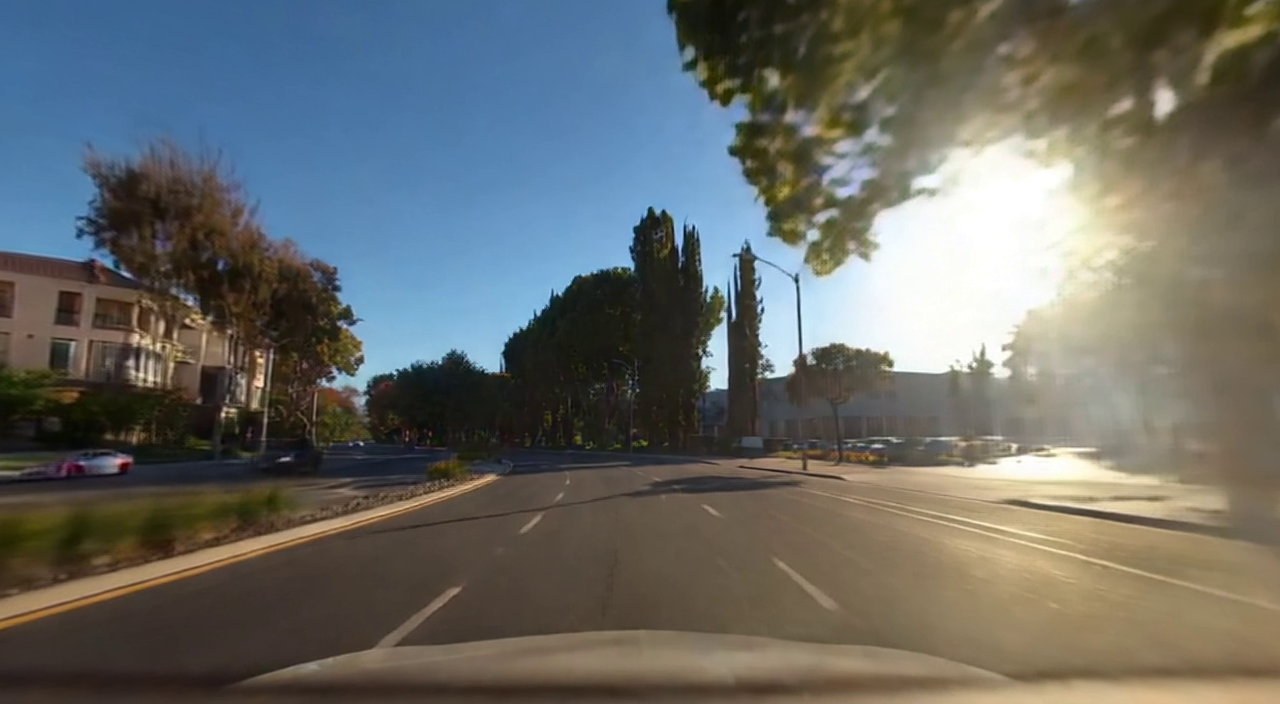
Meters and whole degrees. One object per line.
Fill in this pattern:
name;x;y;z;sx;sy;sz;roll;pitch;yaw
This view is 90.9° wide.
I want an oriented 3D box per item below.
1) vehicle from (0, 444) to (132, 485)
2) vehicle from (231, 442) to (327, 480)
vehicle;-22.686;4.388;24.972;1.844;1.452;4.362;1;-8;-7
vehicle;-15.590;4.681;27.512;1.987;1.489;4.389;1;-8;-7
